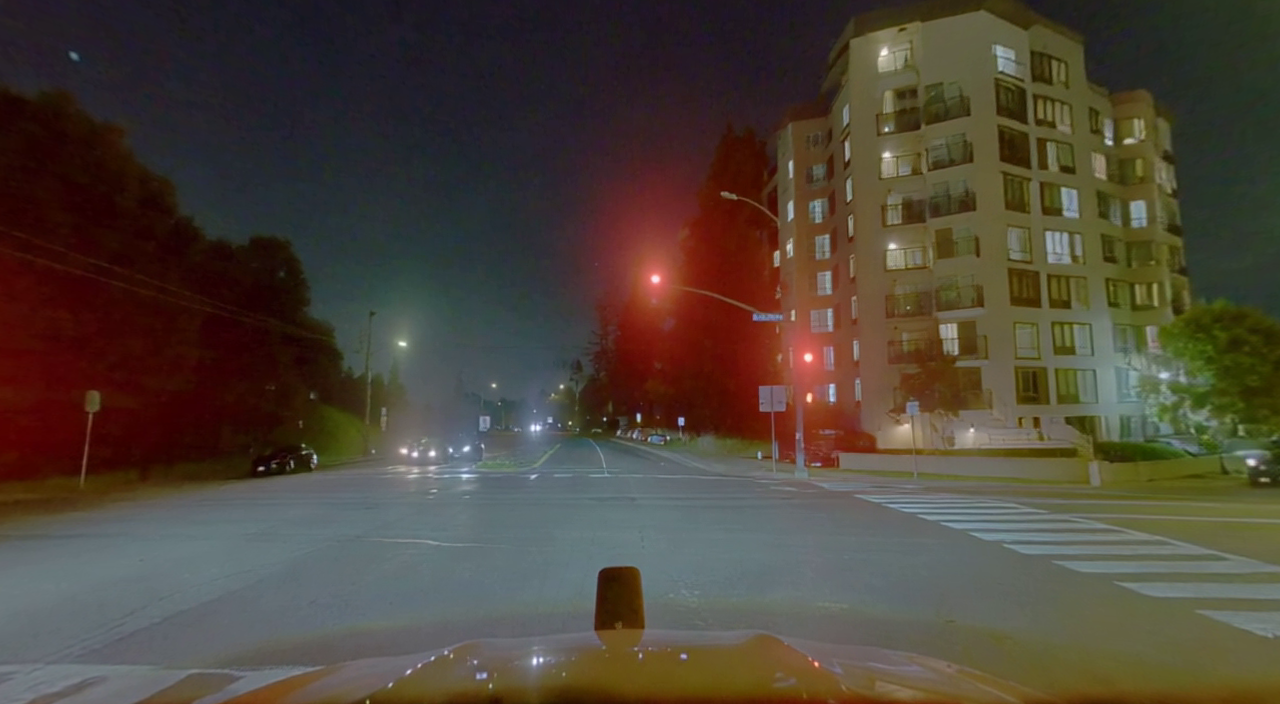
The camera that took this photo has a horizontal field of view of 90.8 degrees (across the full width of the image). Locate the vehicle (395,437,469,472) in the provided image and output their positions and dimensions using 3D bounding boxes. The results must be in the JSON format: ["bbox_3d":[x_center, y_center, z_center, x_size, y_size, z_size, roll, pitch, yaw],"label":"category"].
[{"bbox_3d":[-9.673,4.801,29.787,2.116,1.521,4.294,0,-9,-2],"label":"vehicle"}]

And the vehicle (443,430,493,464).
[{"bbox_3d":[-9.782,5.458,36.176,1.910,1.818,4.057,0,-9,-3],"label":"vehicle"}]

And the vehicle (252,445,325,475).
[{"bbox_3d":[-21.057,6.470,38.099,1.981,1.628,4.336,0,-9,-1],"label":"vehicle"}]
